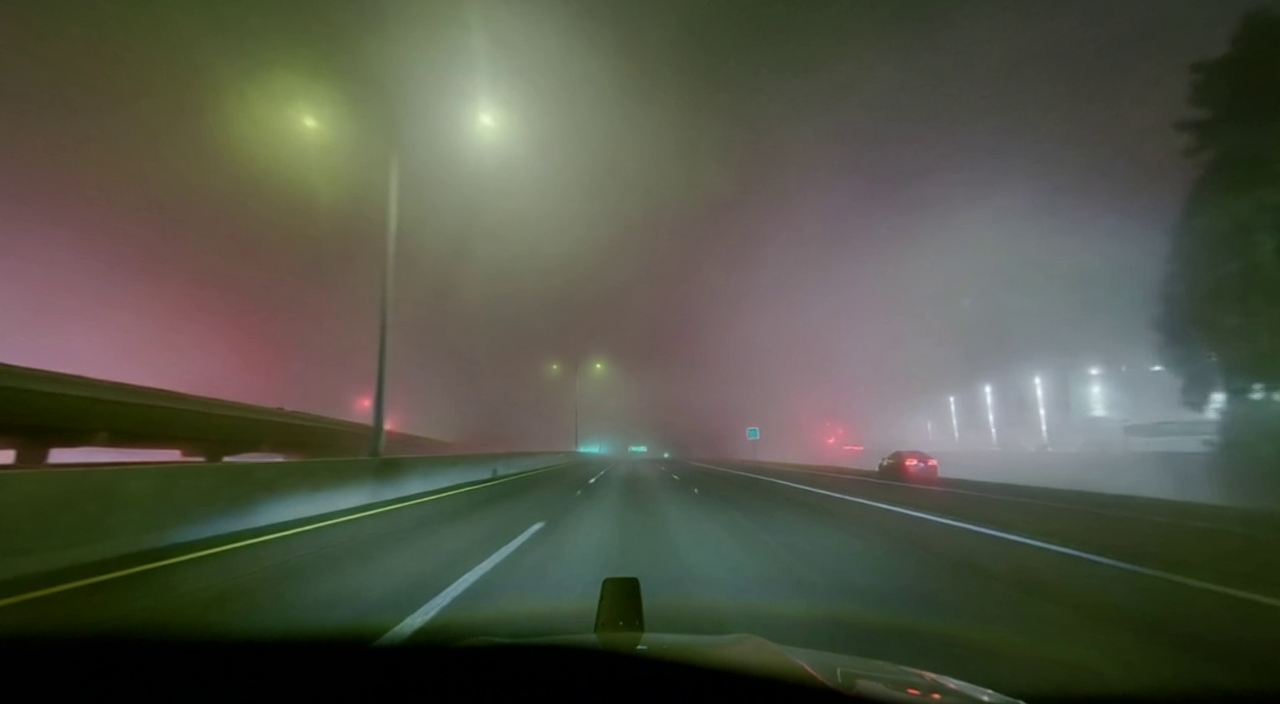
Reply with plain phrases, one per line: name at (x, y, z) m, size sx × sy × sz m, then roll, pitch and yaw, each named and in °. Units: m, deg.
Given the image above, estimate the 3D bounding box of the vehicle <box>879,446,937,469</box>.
vehicle at (18.646, 7.345, 44.209) m, size 2.059 × 1.457 × 4.537 m, roll -1°, pitch -9°, yaw 0°
